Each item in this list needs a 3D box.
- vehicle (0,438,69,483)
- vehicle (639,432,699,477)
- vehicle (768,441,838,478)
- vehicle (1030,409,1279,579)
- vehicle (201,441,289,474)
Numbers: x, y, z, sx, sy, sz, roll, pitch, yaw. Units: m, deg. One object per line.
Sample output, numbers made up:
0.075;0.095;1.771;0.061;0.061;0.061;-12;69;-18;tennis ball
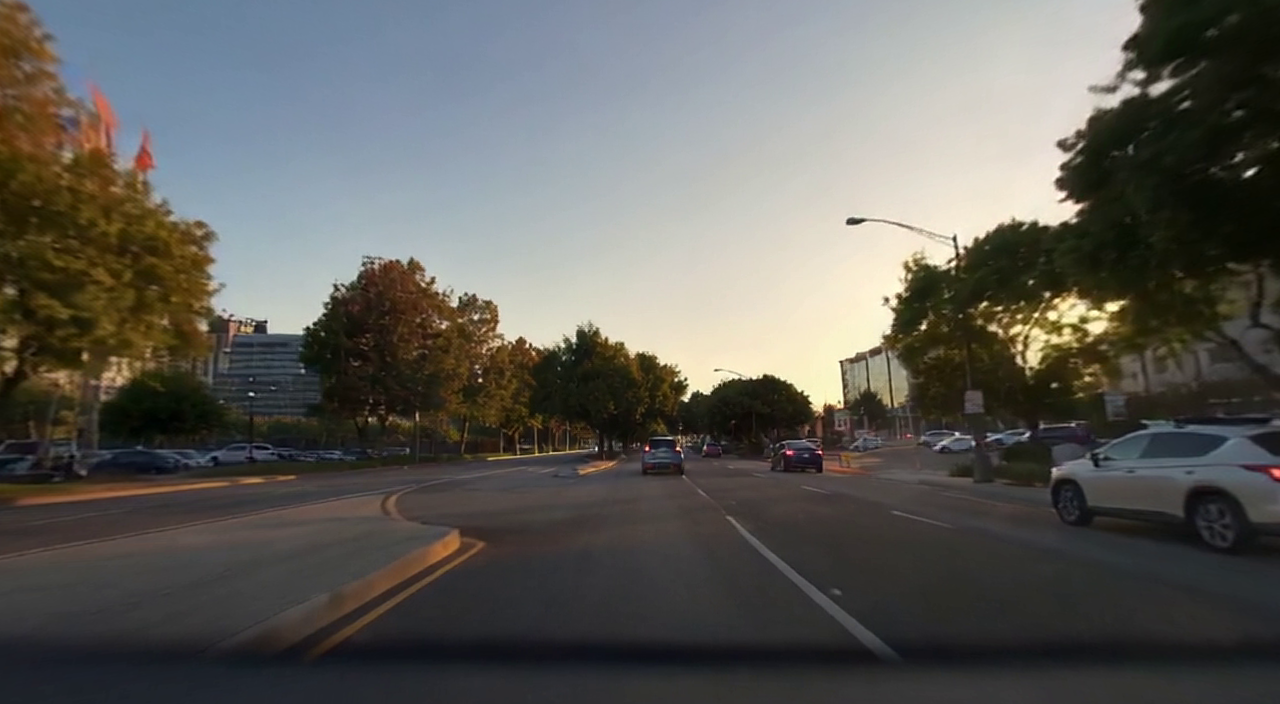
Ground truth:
-29.987;5.112;29.888;3.883;1.989;2.208;-1;-9;6;vehicle
1.174;4.468;27.668;2.227;1.794;4.457;0;-8;-3;vehicle
7.388;4.897;29.158;2.029;1.548;4.422;0;-8;0;vehicle
7.564;1.743;8.425;2.025;1.719;4.161;0;-8;0;vehicle
-29.762;7.920;47.705;5.278;2.181;1.993;-2;-7;-2;vehicle
